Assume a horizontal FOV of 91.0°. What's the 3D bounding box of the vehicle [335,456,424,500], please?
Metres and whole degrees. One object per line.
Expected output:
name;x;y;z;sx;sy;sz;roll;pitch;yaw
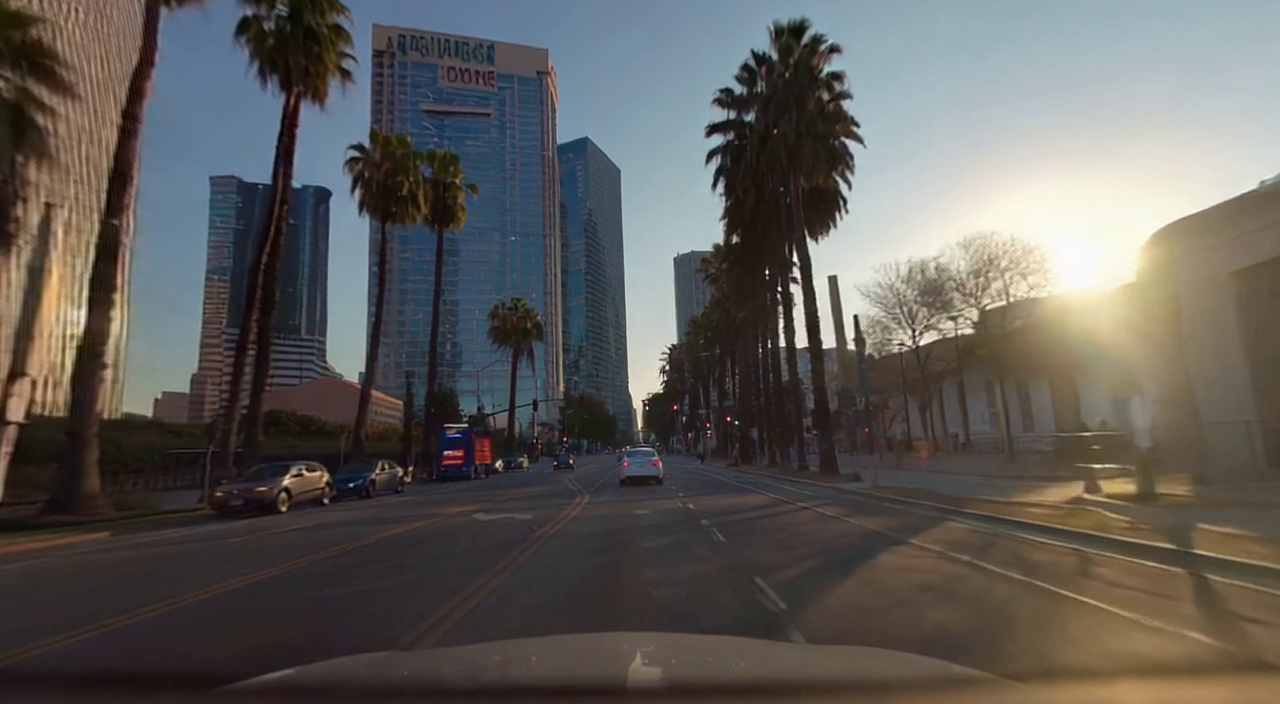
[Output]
vehicle;-12.006;5.779;29.394;1.981;1.803;4.835;0;-9;1

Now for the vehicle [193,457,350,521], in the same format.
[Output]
vehicle;-12.228;4.520;21.391;2.308;1.839;4.793;-1;-9;2

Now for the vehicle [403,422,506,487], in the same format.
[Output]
vehicle;-12.028;6.838;42.424;3.058;3.443;12.503;-5;-9;0

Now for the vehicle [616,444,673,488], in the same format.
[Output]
vehicle;0.176;4.604;25.735;2.145;1.632;3.972;0;-9;1
